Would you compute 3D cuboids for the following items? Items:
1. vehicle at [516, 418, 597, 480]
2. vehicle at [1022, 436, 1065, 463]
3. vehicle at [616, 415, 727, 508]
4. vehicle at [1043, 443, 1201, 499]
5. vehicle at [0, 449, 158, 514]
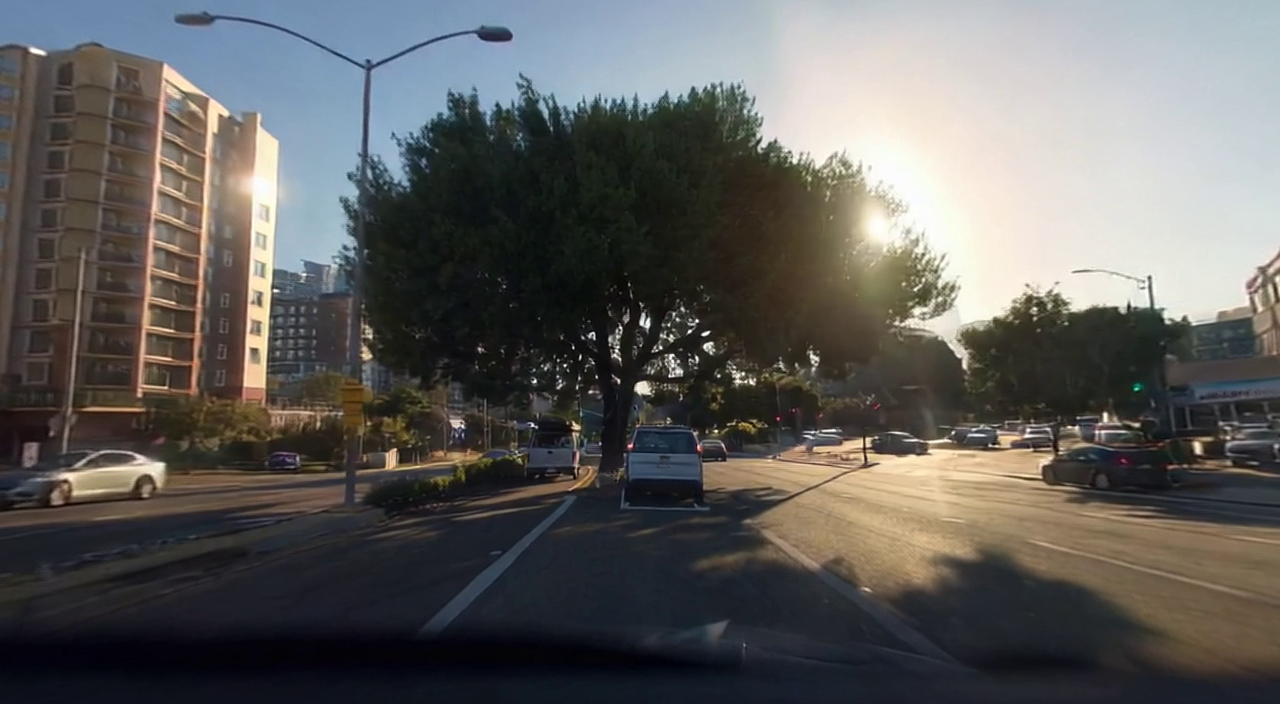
[{"bbox_3d":[-3.047,3.727,24.340,2.396,2.143,4.824,0,-8,1],"label":"vehicle"},{"bbox_3d":[23.270,5.633,36.492,1.693,1.480,3.653,-5,-9,27],"label":"vehicle"},{"bbox_3d":[0.590,2.503,14.725,2.222,1.841,4.031,0,-8,-1],"label":"vehicle"},{"bbox_3d":[14.107,3.470,18.769,1.706,1.474,3.761,0,-8,0],"label":"vehicle"},{"bbox_3d":[-15.465,3.352,16.887,1.993,1.462,4.586,1,-8,-9],"label":"vehicle"}]
